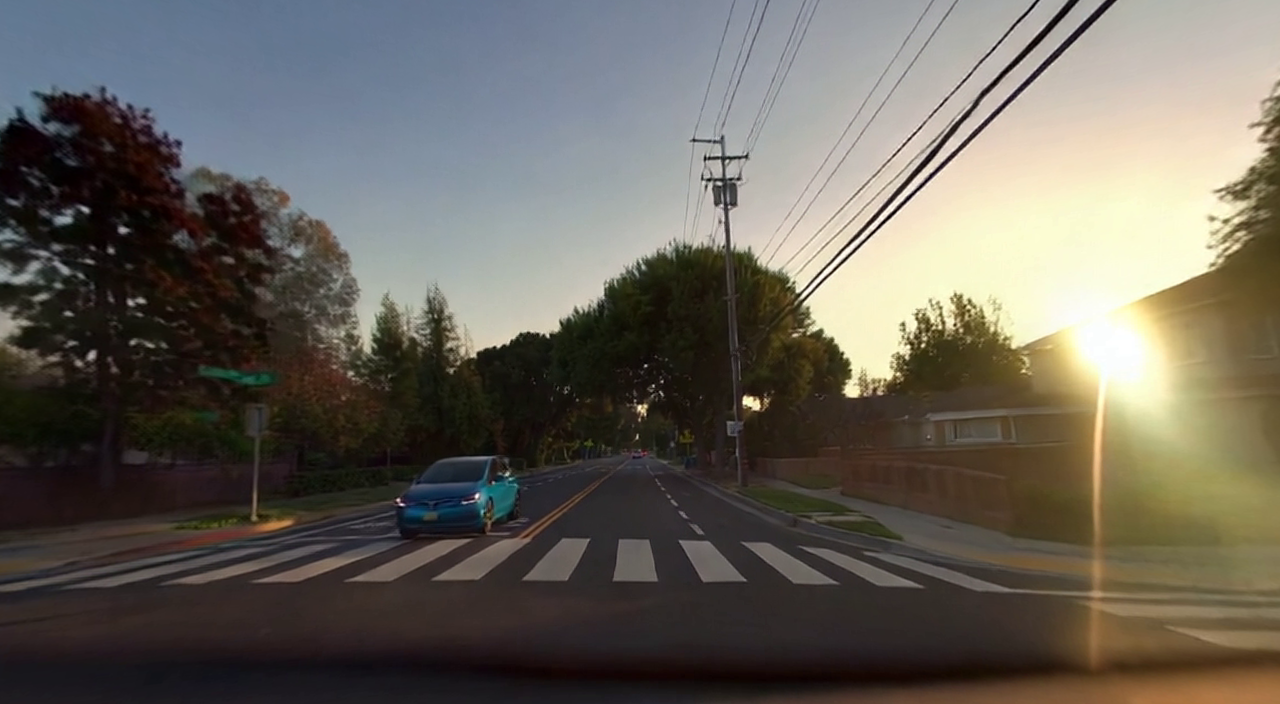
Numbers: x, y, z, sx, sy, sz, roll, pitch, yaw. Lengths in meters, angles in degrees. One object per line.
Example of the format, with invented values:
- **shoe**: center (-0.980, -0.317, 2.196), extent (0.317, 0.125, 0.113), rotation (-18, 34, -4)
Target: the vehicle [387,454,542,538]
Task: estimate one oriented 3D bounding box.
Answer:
- **vehicle**: center (-3.511, 2.954, 13.583), extent (2.102, 1.463, 4.024), rotation (0, -9, 1)
